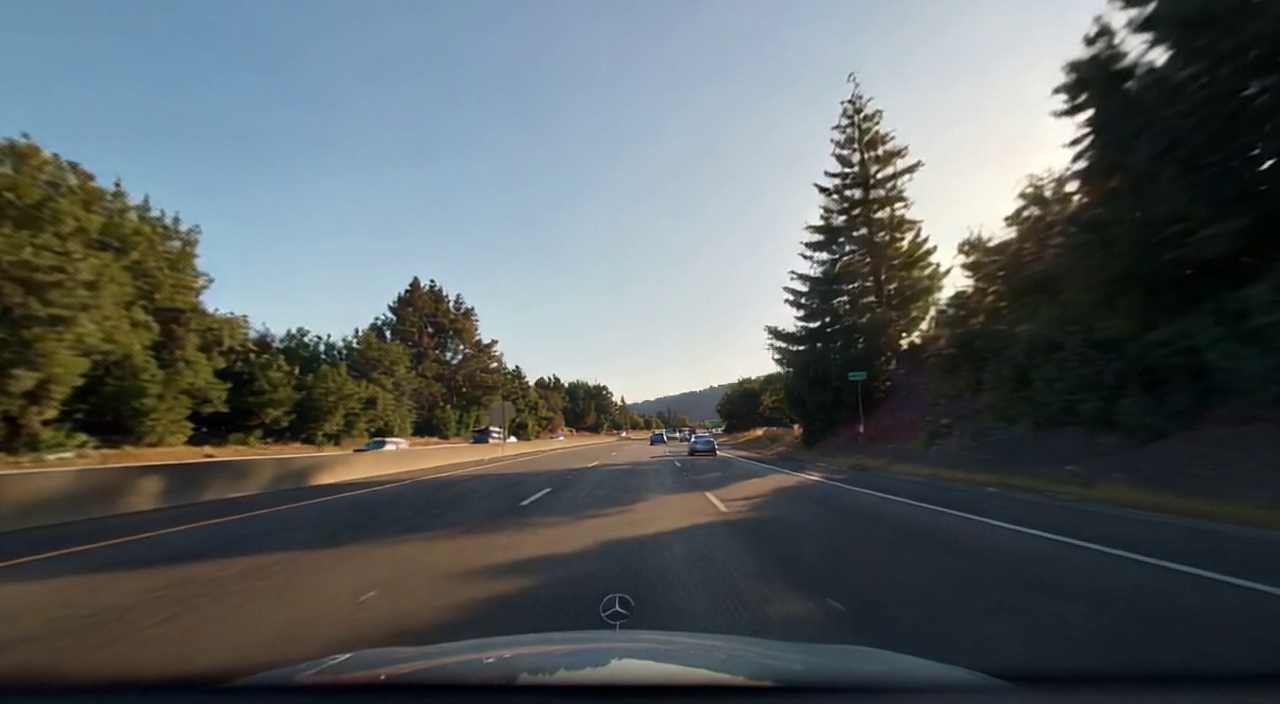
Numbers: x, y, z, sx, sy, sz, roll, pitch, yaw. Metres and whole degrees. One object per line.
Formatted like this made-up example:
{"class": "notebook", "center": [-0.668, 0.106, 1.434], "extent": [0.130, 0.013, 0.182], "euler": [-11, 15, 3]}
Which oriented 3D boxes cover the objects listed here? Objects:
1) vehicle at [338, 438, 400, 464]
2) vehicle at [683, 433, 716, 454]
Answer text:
{"class": "vehicle", "center": [-16.535, 6.015, 38.553], "extent": [1.783, 1.467, 4.405], "euler": [0, -8, 1]}
{"class": "vehicle", "center": [4.267, 6.669, 45.858], "extent": [1.982, 1.452, 4.294], "euler": [0, -8, 0]}
